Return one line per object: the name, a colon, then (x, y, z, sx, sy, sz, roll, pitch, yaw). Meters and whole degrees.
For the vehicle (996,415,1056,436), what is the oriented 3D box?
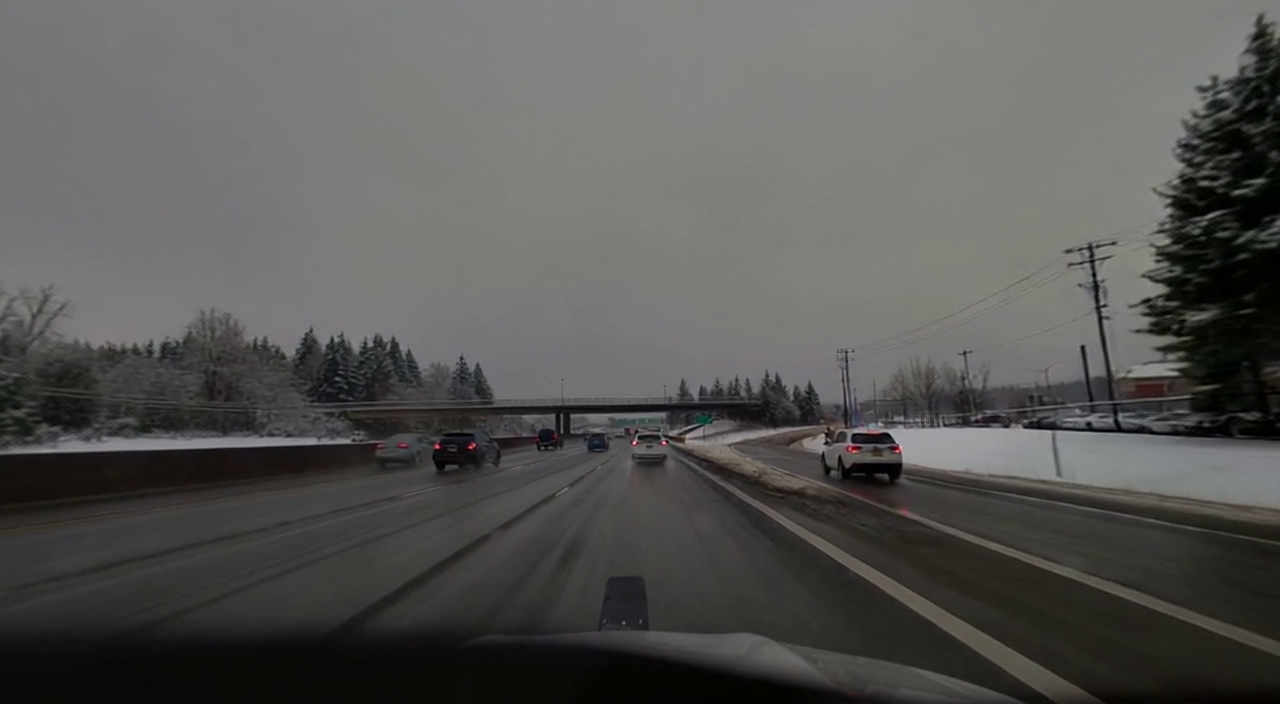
vehicle: (30.255, 5.827, 49.662, 1.926, 1.468, 5.111, -1, -9, 6)

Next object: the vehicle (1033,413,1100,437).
vehicle: (29.679, 5.139, 44.088, 1.842, 1.460, 4.810, -1, -9, 8)

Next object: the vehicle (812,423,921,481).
vehicle: (7.212, 3.253, 20.695, 2.095, 1.674, 4.530, 0, -9, 3)

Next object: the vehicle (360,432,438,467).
vehicle: (-11.358, 4.647, 30.125, 1.858, 1.491, 4.734, 0, -9, 0)

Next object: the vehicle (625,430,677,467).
vehicle: (0.442, 4.320, 28.239, 2.145, 1.493, 4.146, 0, -9, 0)

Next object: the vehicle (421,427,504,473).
vehicle: (-7.121, 3.984, 25.765, 2.067, 1.682, 4.388, 0, -9, 0)

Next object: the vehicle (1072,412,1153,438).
vehicle: (28.902, 4.523, 38.759, 1.797, 1.435, 4.566, -1, -9, 6)
